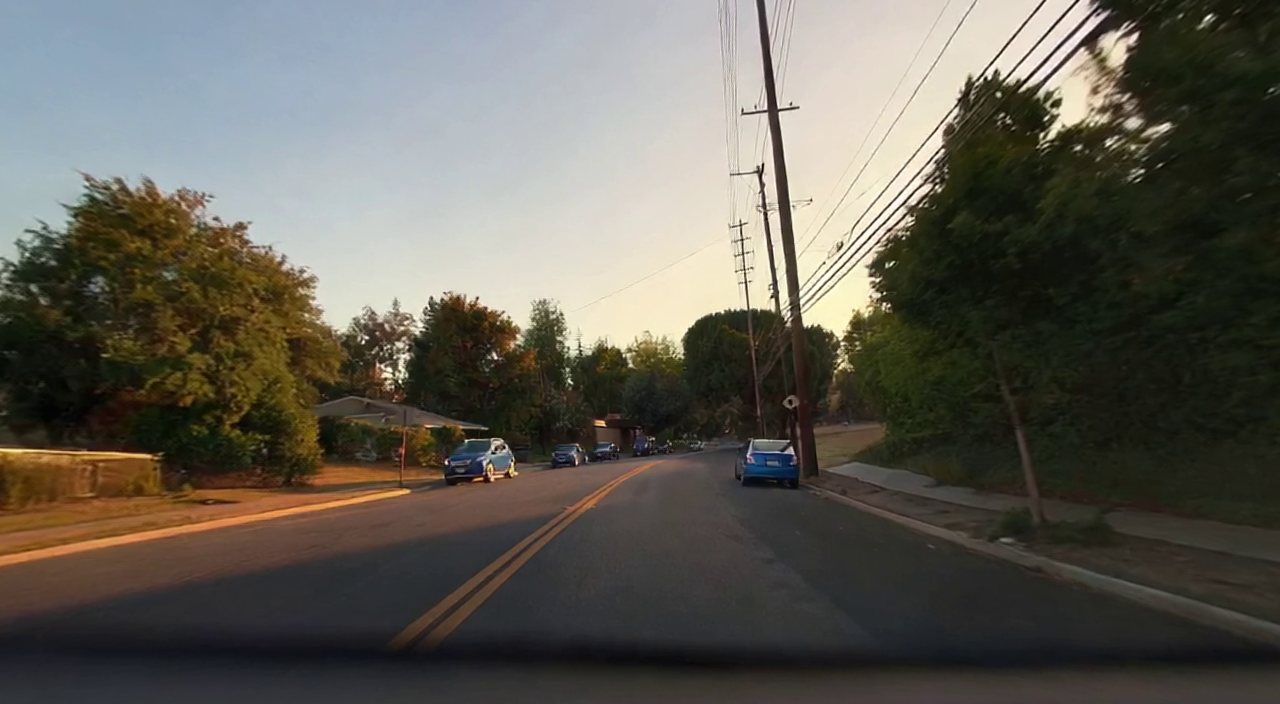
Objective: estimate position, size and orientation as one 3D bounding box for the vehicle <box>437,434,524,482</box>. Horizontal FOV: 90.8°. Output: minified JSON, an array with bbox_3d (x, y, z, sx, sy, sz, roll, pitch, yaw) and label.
[{"bbox_3d":[-6.243,4.310,25.371,2.025,1.715,4.363,-1,-11,5],"label":"vehicle"}]

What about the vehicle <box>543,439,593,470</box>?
[{"bbox_3d":[-4.421,6.412,39.356,1.840,1.523,4.333,4,-11,10],"label":"vehicle"}]

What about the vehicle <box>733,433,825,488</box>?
[{"bbox_3d":[4.065,3.261,19.274,2.054,1.470,4.504,-1,-9,3],"label":"vehicle"}]

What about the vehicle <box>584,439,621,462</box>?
[{"bbox_3d":[-2.862,7.618,48.599,1.927,1.542,3.886,-4,-12,10],"label":"vehicle"}]
